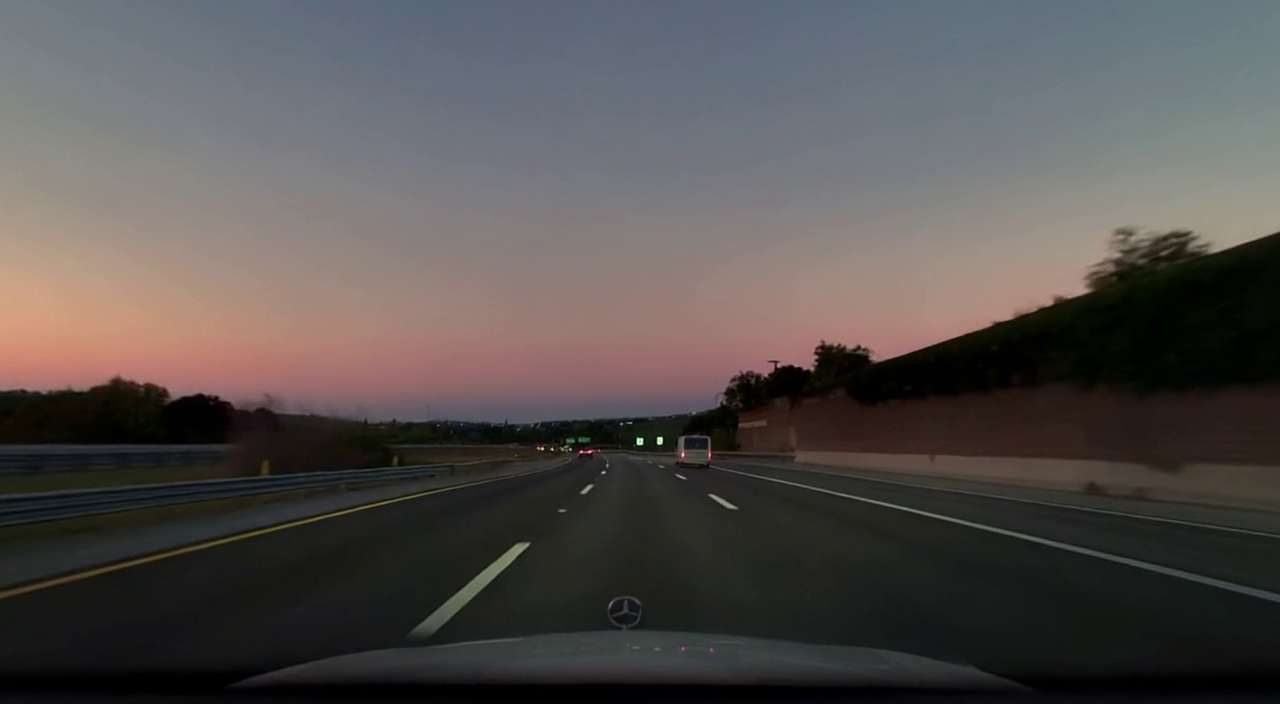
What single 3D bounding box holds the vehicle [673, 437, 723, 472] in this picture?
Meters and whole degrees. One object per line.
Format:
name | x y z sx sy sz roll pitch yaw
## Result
vehicle | 3.289 5.924 36.545 2.233 1.861 4.494 1 -8 -3
